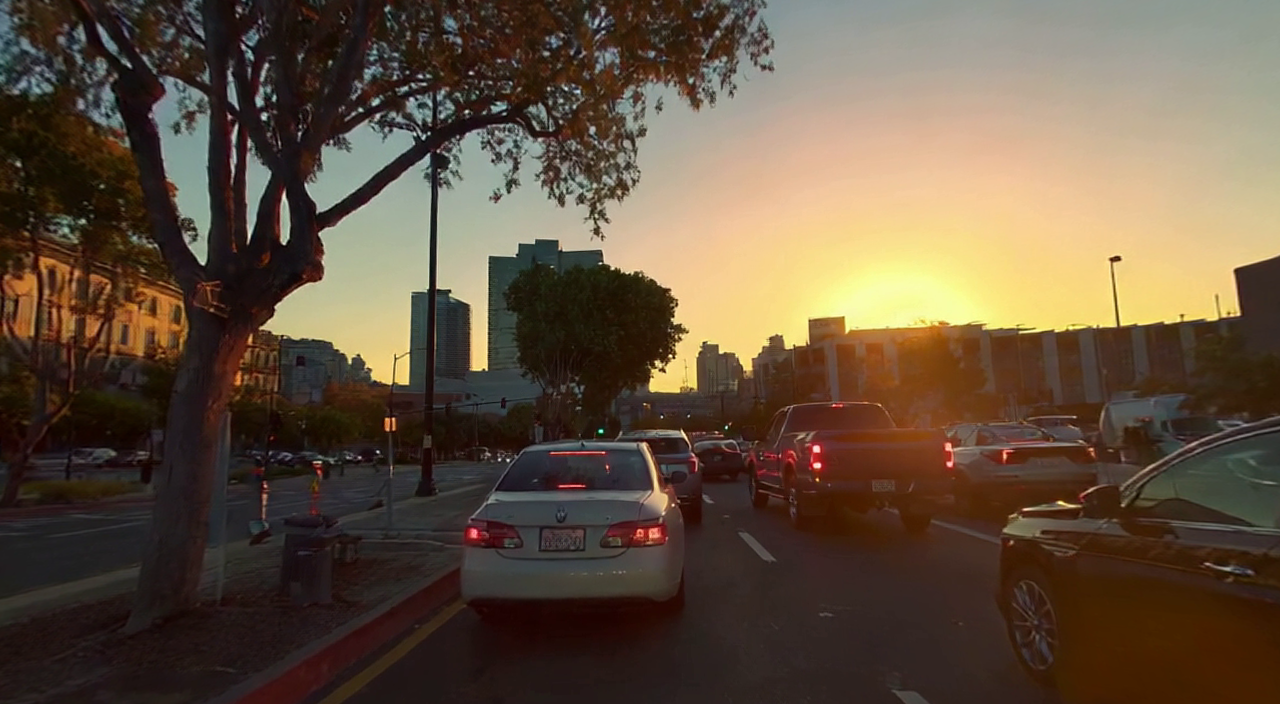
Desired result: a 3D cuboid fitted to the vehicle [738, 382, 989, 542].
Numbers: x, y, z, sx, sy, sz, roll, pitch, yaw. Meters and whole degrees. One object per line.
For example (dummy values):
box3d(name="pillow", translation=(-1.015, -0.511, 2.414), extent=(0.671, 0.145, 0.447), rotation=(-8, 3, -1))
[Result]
box3d(name="vehicle", translation=(3.520, 1.941, 11.606), extent=(2.497, 2.186, 5.890), rotation=(0, -9, 1))

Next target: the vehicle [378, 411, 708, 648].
box3d(name="vehicle", translation=(-0.579, 1.483, 6.331), extent=(2.172, 1.536, 4.250), rotation=(0, -9, 2))

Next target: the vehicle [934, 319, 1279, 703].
box3d(name="vehicle", translation=(3.126, 0.766, 2.095), extent=(2.024, 1.723, 4.714), rotation=(0, -9, 1))
